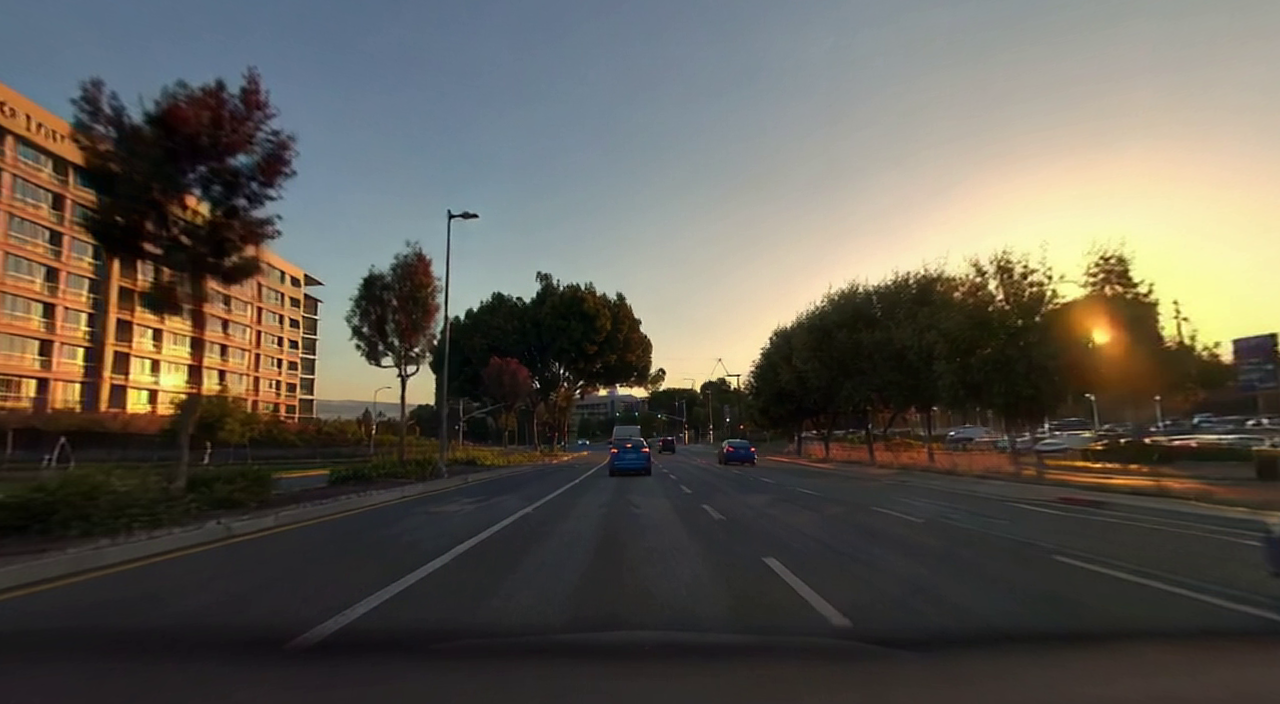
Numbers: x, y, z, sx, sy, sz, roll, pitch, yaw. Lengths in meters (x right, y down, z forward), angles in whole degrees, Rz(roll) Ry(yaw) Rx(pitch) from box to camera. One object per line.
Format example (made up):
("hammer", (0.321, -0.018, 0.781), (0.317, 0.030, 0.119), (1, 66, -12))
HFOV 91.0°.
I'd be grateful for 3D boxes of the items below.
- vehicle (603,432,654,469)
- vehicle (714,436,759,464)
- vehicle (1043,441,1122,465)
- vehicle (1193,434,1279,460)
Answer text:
("vehicle", (-0.607, 5.631, 36.080), (2.682, 1.908, 5.706), (0, -9, 0))
("vehicle", (6.532, 6.715, 43.100), (2.136, 1.799, 4.796), (1, -9, -2))
("vehicle", (33.033, 7.536, 47.122), (1.912, 1.702, 4.303), (5, -10, -28))
("vehicle", (43.741, 6.857, 45.521), (1.967, 1.788, 5.041), (5, -10, -30))
